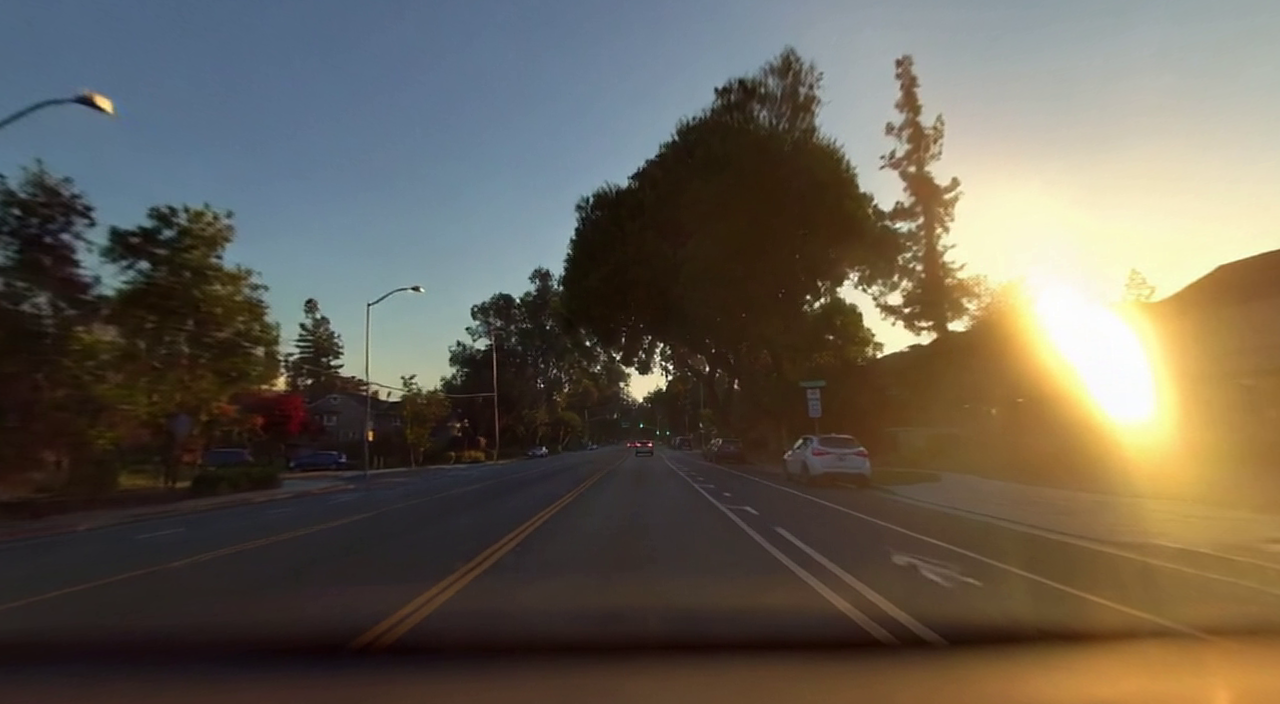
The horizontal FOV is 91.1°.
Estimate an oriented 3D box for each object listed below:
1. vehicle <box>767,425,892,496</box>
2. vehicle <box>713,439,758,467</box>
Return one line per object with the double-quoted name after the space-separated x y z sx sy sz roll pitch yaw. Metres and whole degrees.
5.191 3.043 18.017 2.140 1.739 4.721 0 -8 0 "vehicle"
5.465 5.809 36.360 1.851 1.487 4.566 0 -8 -1 "vehicle"
